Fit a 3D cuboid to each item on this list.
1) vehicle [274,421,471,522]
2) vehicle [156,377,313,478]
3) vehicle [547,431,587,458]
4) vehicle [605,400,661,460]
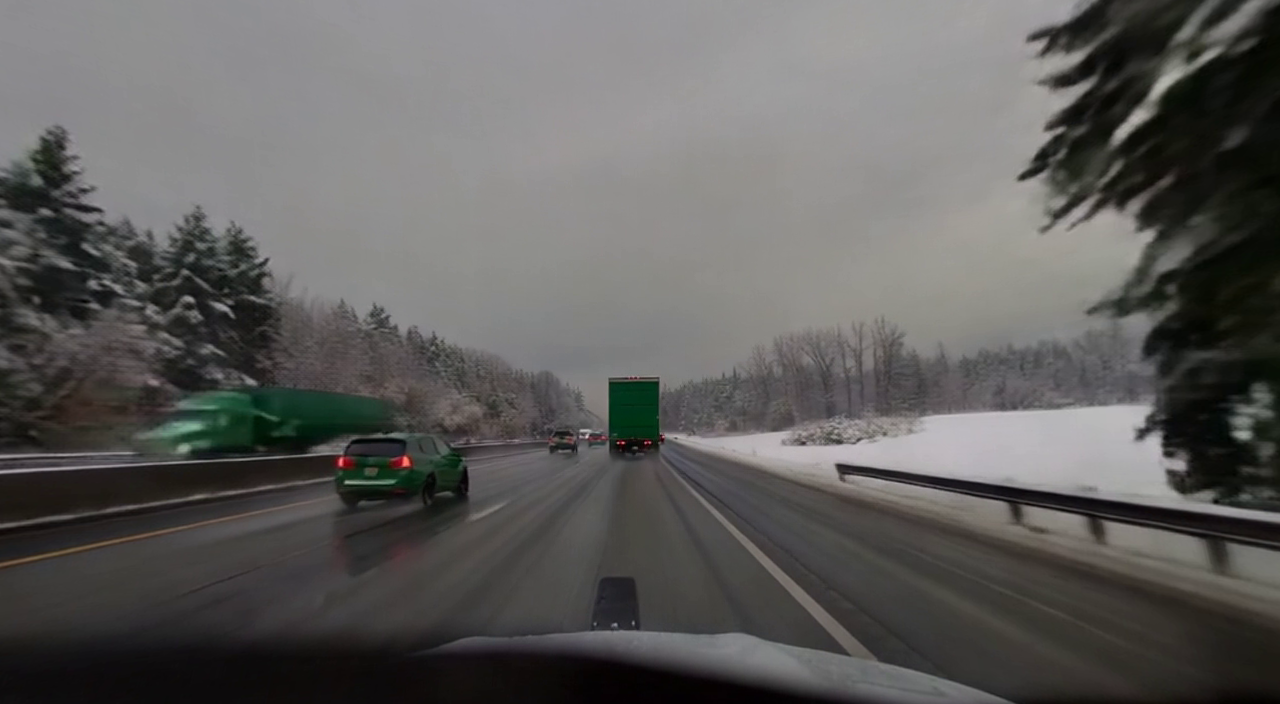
[{"bbox_3d":[-4.598,2.082,11.576,1.909,1.520,3.897,0,-8,0],"label":"vehicle"},{"bbox_3d":[-17.722,3.405,28.136,2.993,4.004,5.828,0,-8,0],"label":"vehicle"},{"bbox_3d":[-4.944,6.307,43.146,2.138,1.697,4.587,0,-8,1],"label":"vehicle"},{"bbox_3d":[-0.289,3.320,26.834,2.319,2.461,1.270,0,-8,0],"label":"vehicle"}]
